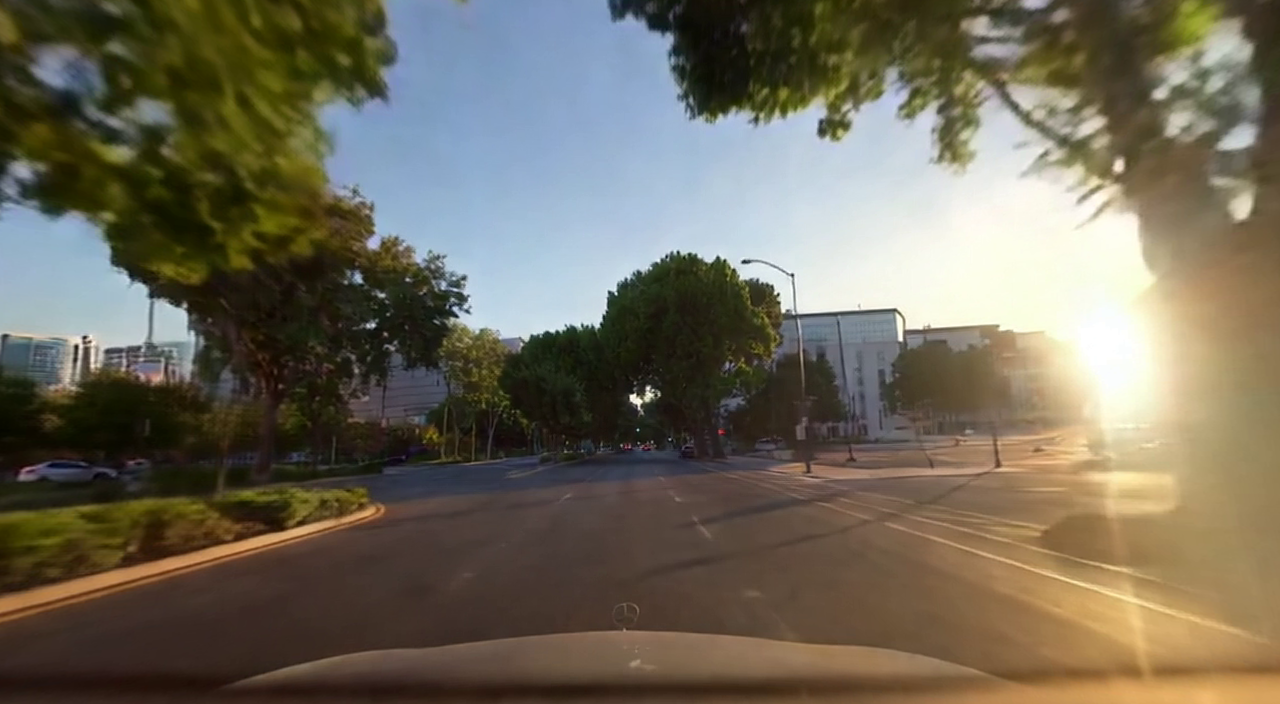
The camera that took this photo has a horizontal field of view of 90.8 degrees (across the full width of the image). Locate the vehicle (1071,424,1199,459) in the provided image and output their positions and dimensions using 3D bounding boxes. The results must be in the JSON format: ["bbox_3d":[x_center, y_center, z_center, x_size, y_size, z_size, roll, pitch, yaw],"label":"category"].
[{"bbox_3d":[22.291,4.092,28.723,1.834,1.444,4.703,0,-9,-3],"label":"vehicle"}]

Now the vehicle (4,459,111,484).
[{"bbox_3d":[-37.450,7.697,40.693,4.880,1.495,2.001,0,-9,1],"label":"vehicle"}]
